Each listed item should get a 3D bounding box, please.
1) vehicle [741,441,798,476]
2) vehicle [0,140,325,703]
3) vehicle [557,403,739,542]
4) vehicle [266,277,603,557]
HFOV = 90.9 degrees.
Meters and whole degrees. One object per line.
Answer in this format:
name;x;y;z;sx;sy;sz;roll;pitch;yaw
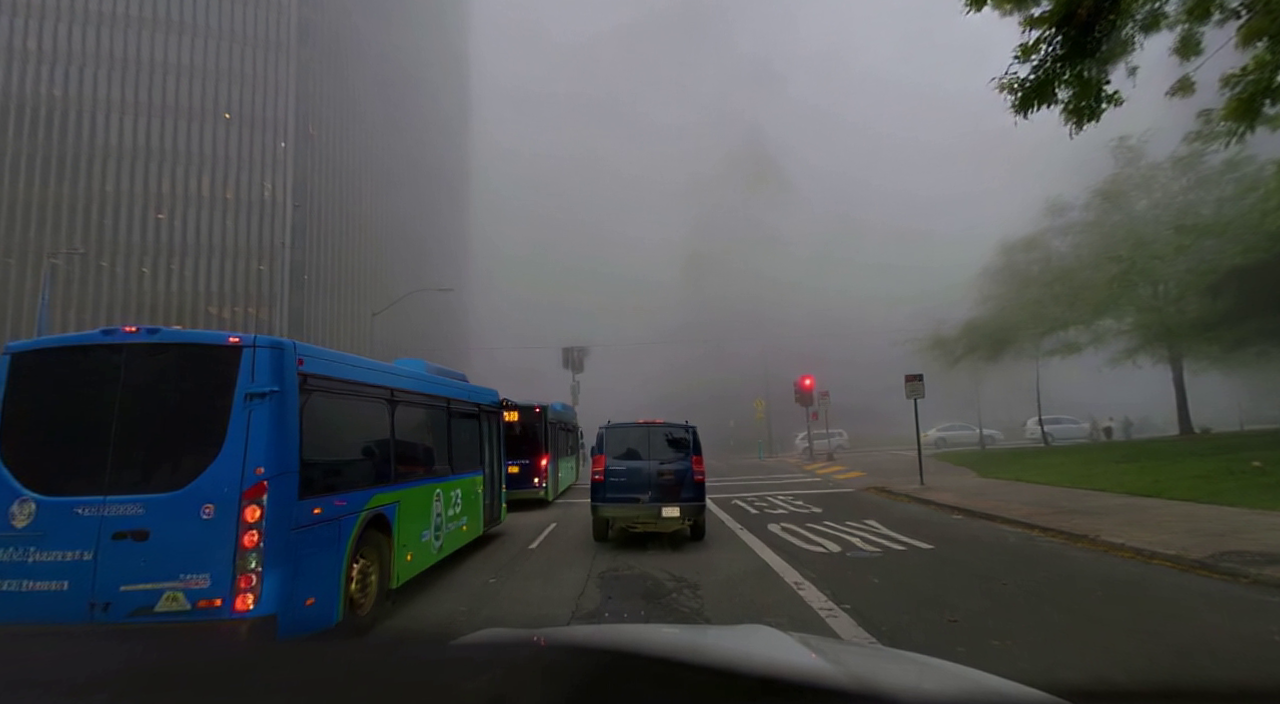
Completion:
vehicle;6.155;5.104;30.474;1.919;1.529;4.059;0;-9;1
vehicle;-2.757;0.329;0.224;2.329;2.089;5.659;0;-9;0
vehicle;0.130;1.991;10.930;2.500;1.912;4.270;0;-9;1
vehicle;-2.875;1.773;14.546;3.042;3.445;13.615;0;-9;1
